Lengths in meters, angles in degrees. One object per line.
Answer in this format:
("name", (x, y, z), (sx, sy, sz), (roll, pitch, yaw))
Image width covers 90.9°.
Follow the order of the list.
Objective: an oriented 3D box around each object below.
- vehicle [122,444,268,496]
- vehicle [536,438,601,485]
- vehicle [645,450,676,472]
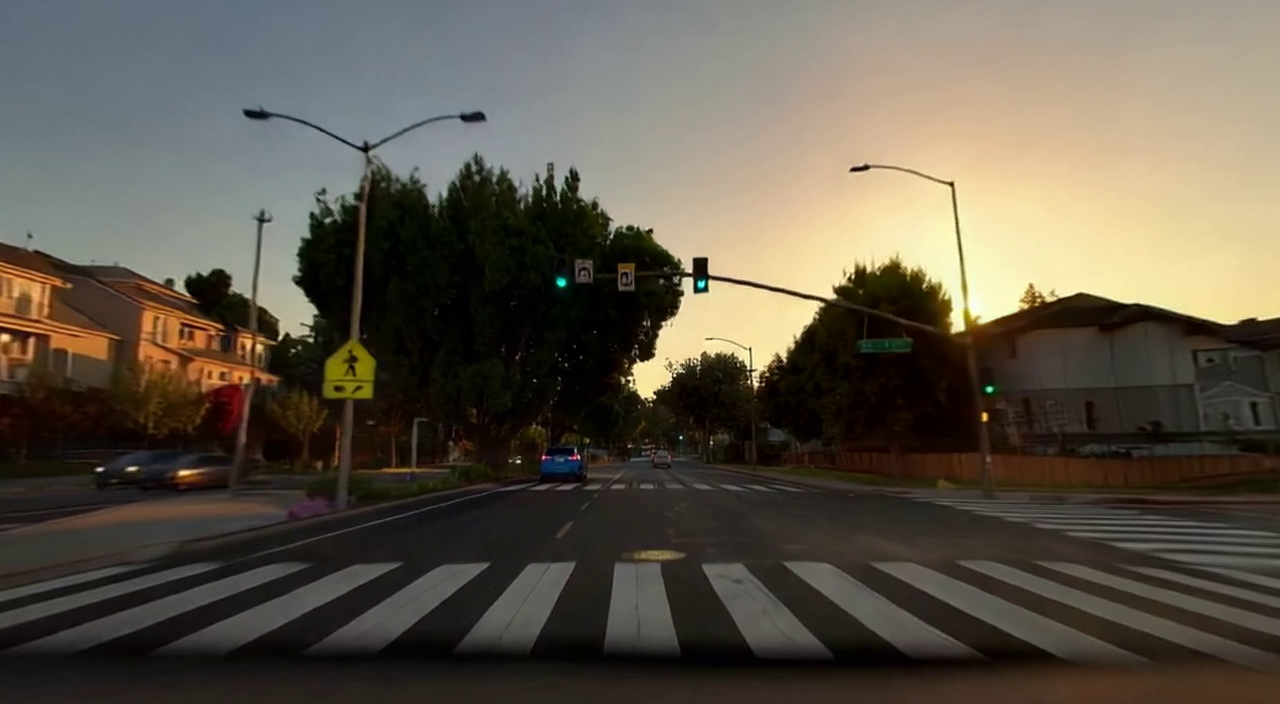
("vehicle", (-15.541, 4.112, 22.373), (1.990, 1.650, 4.283), (0, -9, 0))
("vehicle", (-2.920, 4.594, 26.780), (2.150, 1.812, 4.423), (0, -9, 1))
("vehicle", (1.403, 7.821, 45.293), (2.075, 1.480, 3.920), (0, -9, -1))
